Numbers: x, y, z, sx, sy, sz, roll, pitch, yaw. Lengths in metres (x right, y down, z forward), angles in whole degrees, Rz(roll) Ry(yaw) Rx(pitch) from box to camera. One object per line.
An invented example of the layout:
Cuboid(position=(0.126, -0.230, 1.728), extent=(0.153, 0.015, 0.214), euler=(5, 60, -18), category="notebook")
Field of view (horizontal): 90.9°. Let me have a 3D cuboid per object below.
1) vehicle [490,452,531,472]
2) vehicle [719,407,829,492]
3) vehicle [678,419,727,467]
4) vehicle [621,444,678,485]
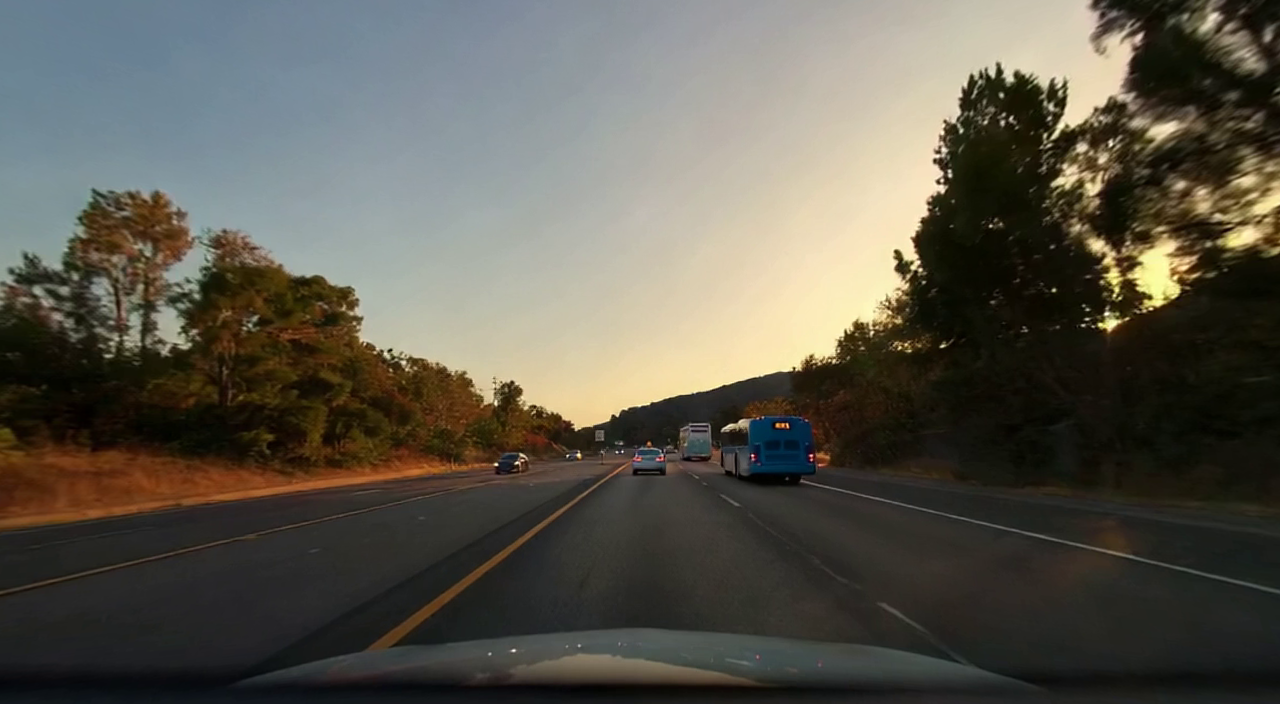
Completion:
Cuboid(position=(-10.092, 8.621, 49.544), extent=(2.076, 1.459, 4.477), euler=(0, -9, 2), category="vehicle")
Cuboid(position=(4.433, 3.412, 22.098), extent=(2.440, 2.555, 5.957), euler=(0, -9, -1), category="vehicle")
Cuboid(position=(4.623, 7.026, 48.297), extent=(2.883, 3.358, 7.942), euler=(0, -9, -1), category="vehicle")
Cuboid(position=(0.355, 4.301, 24.373), extent=(2.004, 1.449, 3.817), euler=(0, -9, 0), category="vehicle")
